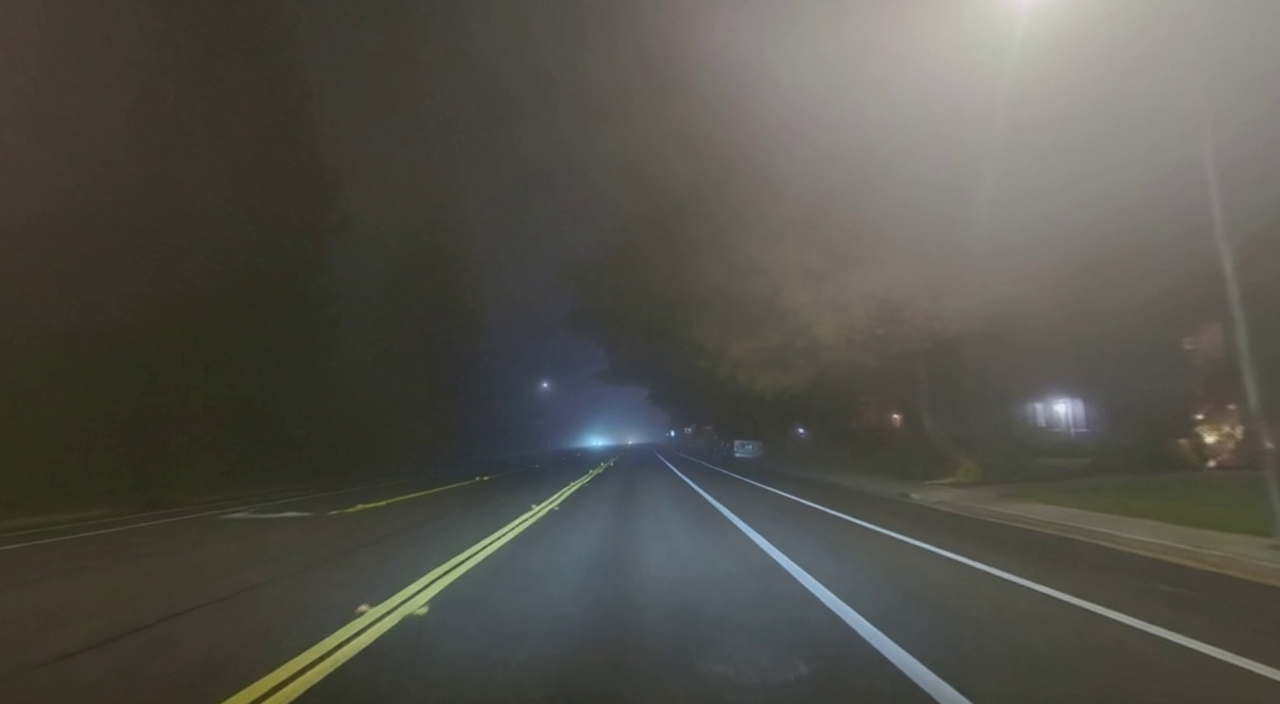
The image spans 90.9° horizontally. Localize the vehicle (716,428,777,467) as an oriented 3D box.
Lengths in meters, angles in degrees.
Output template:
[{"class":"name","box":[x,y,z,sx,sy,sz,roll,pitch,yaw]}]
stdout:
[{"class":"vehicle","box":[5.240,4.794,31.650,2.160,1.800,4.646,0,-8,-1]}]
